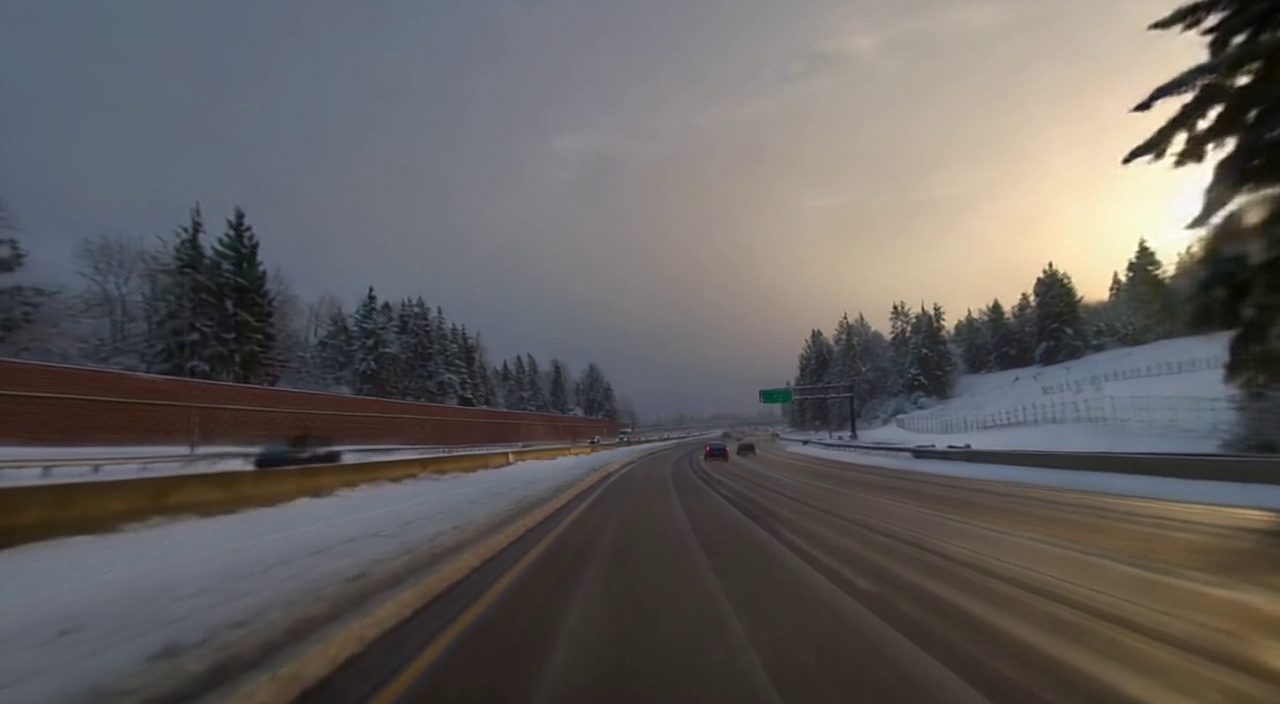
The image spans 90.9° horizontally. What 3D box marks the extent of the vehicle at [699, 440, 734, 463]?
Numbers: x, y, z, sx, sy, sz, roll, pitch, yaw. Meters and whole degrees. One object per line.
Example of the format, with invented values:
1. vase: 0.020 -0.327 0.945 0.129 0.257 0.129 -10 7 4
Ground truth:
1. vehicle: 5.119 6.720 42.609 1.926 1.477 4.080 0 -8 2

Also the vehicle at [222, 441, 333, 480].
1. vehicle: -15.398 4.628 27.149 1.914 1.506 4.614 -1 -8 2
